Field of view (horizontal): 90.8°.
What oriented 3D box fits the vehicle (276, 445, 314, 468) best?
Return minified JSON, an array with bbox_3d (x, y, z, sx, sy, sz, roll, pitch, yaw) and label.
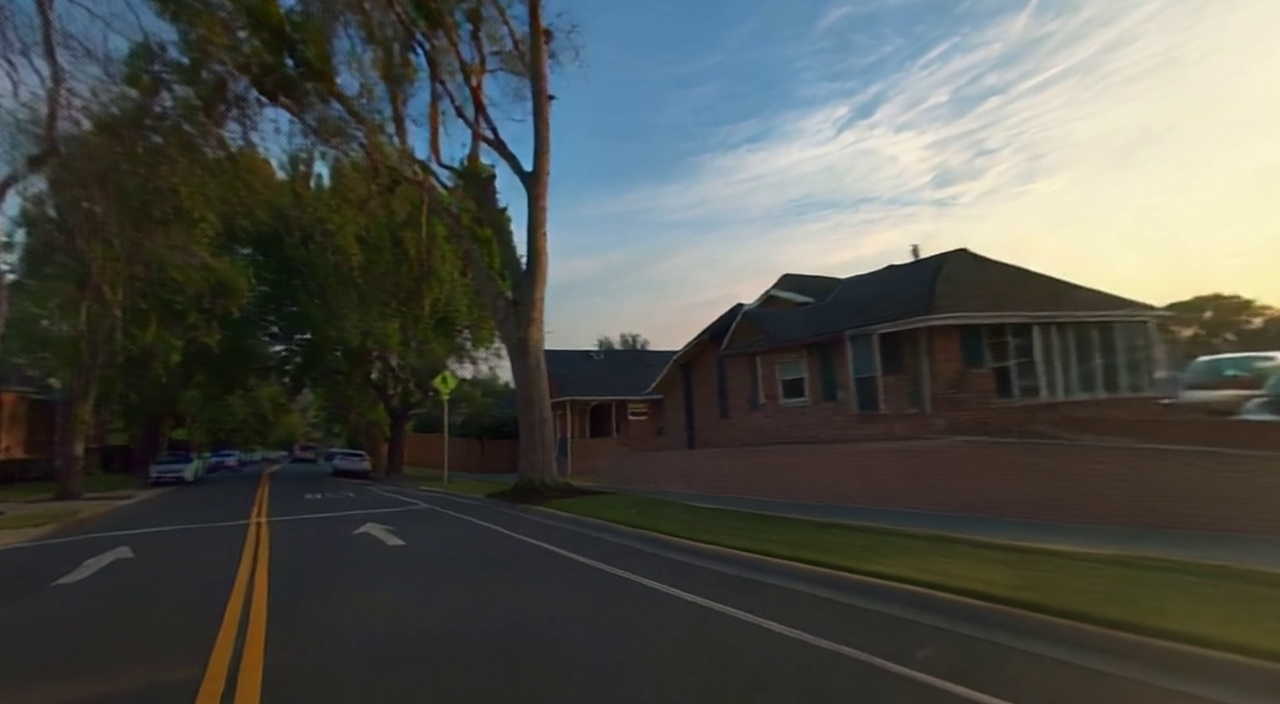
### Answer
[{"bbox_3d":[-23.840,7.207,43.645,2.067,1.476,4.256,5,-9,-28],"label":"vehicle"}]
